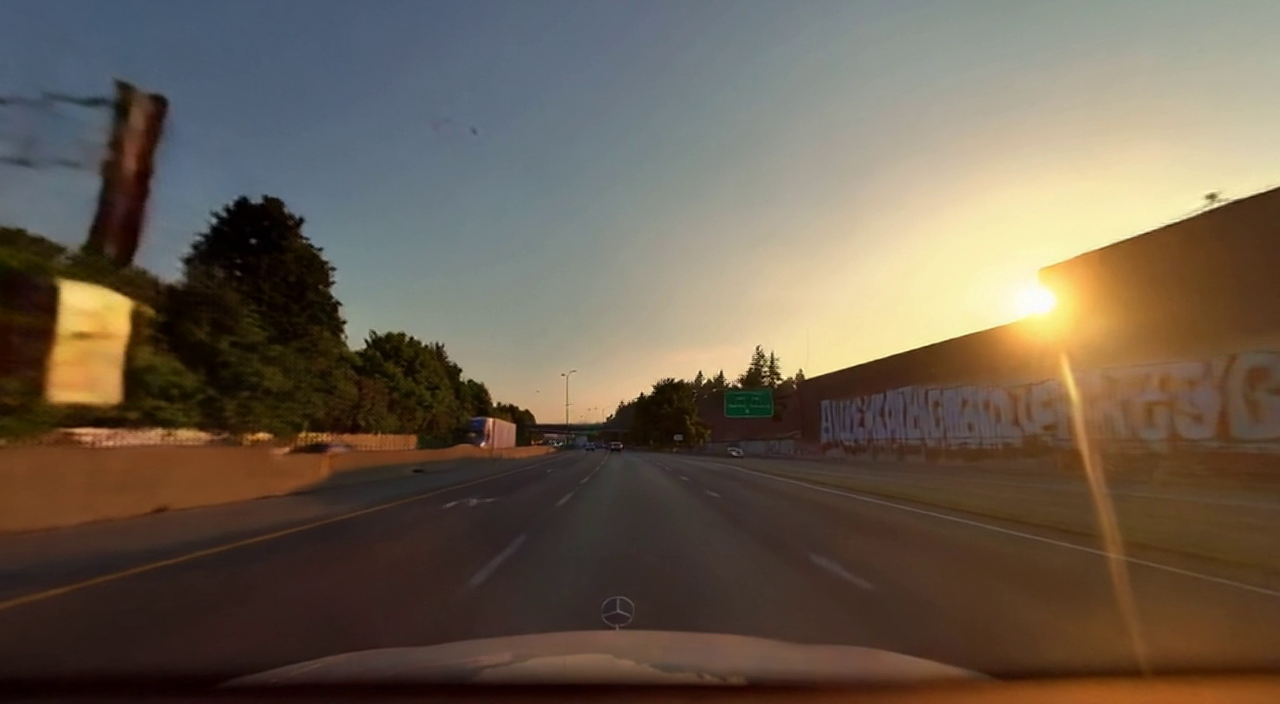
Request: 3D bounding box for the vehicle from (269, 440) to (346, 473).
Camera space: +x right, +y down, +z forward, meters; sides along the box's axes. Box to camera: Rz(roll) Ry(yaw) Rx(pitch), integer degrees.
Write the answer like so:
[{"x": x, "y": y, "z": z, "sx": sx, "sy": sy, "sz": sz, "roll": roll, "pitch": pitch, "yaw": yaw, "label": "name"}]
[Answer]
[{"x": -16.455, "y": 5.155, "z": 31.343, "sx": 1.748, "sy": 1.478, "sz": 3.824, "roll": 0, "pitch": -8, "yaw": -1, "label": "vehicle"}]
